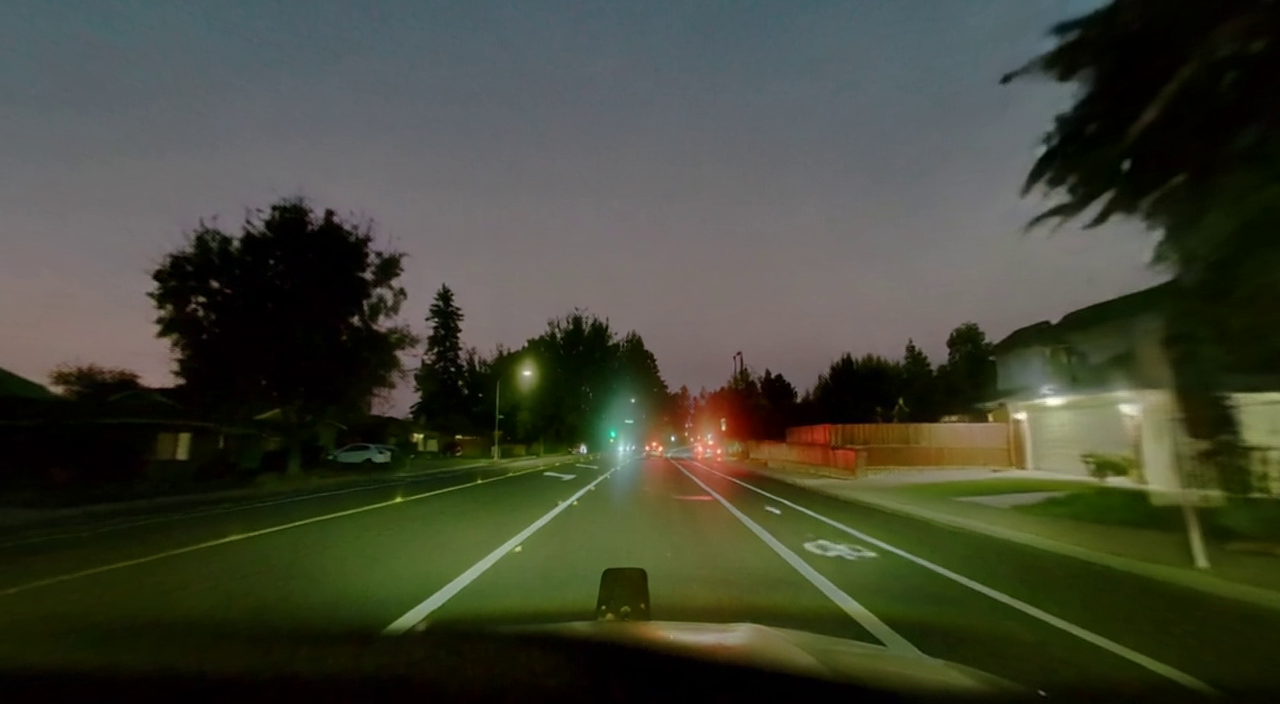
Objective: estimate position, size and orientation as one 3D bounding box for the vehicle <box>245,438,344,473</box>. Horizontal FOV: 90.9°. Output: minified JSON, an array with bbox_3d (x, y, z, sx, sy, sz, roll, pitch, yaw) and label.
[{"bbox_3d":[-18.730,5.587,34.196,4.372,1.745,2.017,6,-10,-35],"label":"vehicle"}]

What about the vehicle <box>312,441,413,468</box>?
[{"bbox_3d":[-17.918,6.626,40.870,5.419,1.649,2.396,0,-9,1],"label":"vehicle"}]
